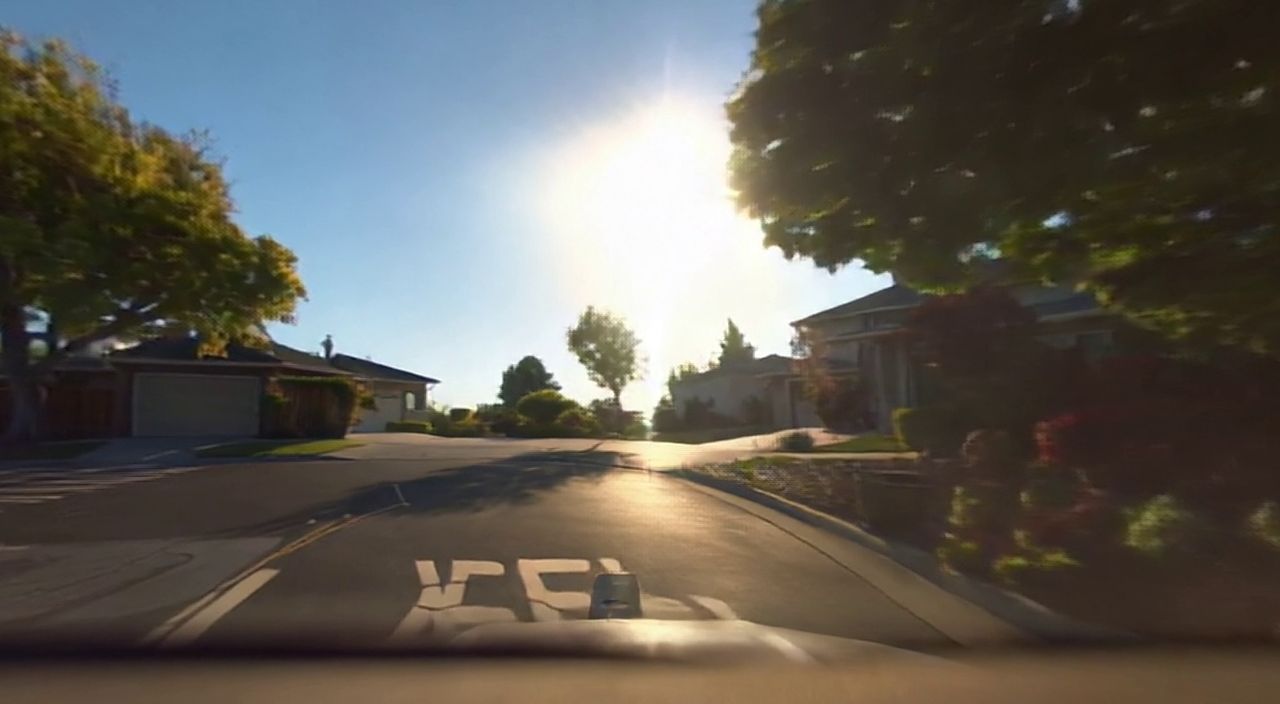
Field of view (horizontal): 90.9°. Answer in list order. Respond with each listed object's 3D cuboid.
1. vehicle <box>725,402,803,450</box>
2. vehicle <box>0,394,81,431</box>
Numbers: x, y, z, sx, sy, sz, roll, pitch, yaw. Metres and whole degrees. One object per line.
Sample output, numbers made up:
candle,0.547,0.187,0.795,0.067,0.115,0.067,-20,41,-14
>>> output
vehicle,4.119,2.623,21.720,1.860,1.477,4.629,0,-8,1
vehicle,-30.570,3.042,30.997,2.019,1.697,4.310,0,-7,3
